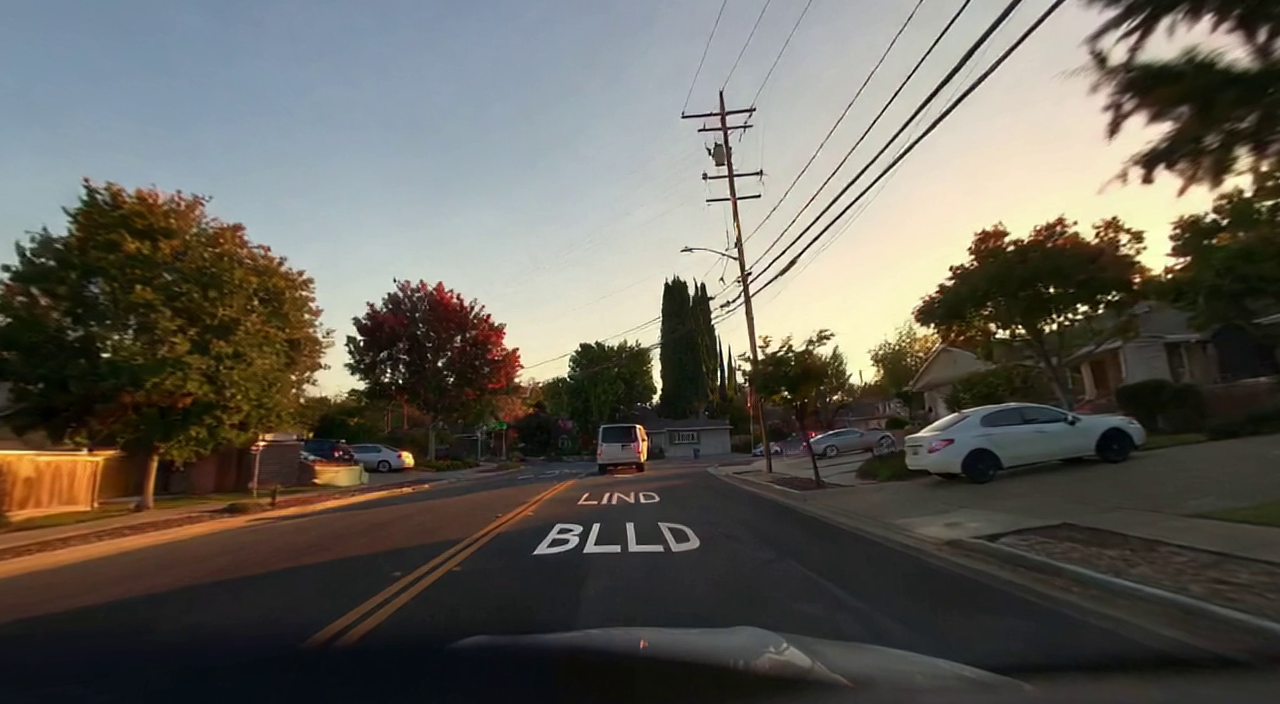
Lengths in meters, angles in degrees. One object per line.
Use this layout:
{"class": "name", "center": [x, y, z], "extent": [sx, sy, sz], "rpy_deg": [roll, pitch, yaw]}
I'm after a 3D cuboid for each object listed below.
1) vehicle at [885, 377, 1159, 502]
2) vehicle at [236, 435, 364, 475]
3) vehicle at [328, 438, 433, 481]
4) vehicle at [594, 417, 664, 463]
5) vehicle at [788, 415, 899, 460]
{"class": "vehicle", "center": [8.226, 1.908, 13.940], "extent": [4.584, 1.817, 2.018], "rpy_deg": [-9, -8, -5]}
{"class": "vehicle", "center": [-16.261, 4.935, 30.417], "extent": [4.881, 1.828, 2.111], "rpy_deg": [0, -8, -1]}
{"class": "vehicle", "center": [-13.473, 5.629, 33.019], "extent": [4.550, 1.655, 2.143], "rpy_deg": [-5, -15, -1]}
{"class": "vehicle", "center": [-0.961, 6.407, 45.725], "extent": [2.929, 3.058, 7.559], "rpy_deg": [3, -9, -19]}
{"class": "vehicle", "center": [10.023, 4.289, 31.392], "extent": [4.658, 1.536, 2.090], "rpy_deg": [-8, -10, 1]}
